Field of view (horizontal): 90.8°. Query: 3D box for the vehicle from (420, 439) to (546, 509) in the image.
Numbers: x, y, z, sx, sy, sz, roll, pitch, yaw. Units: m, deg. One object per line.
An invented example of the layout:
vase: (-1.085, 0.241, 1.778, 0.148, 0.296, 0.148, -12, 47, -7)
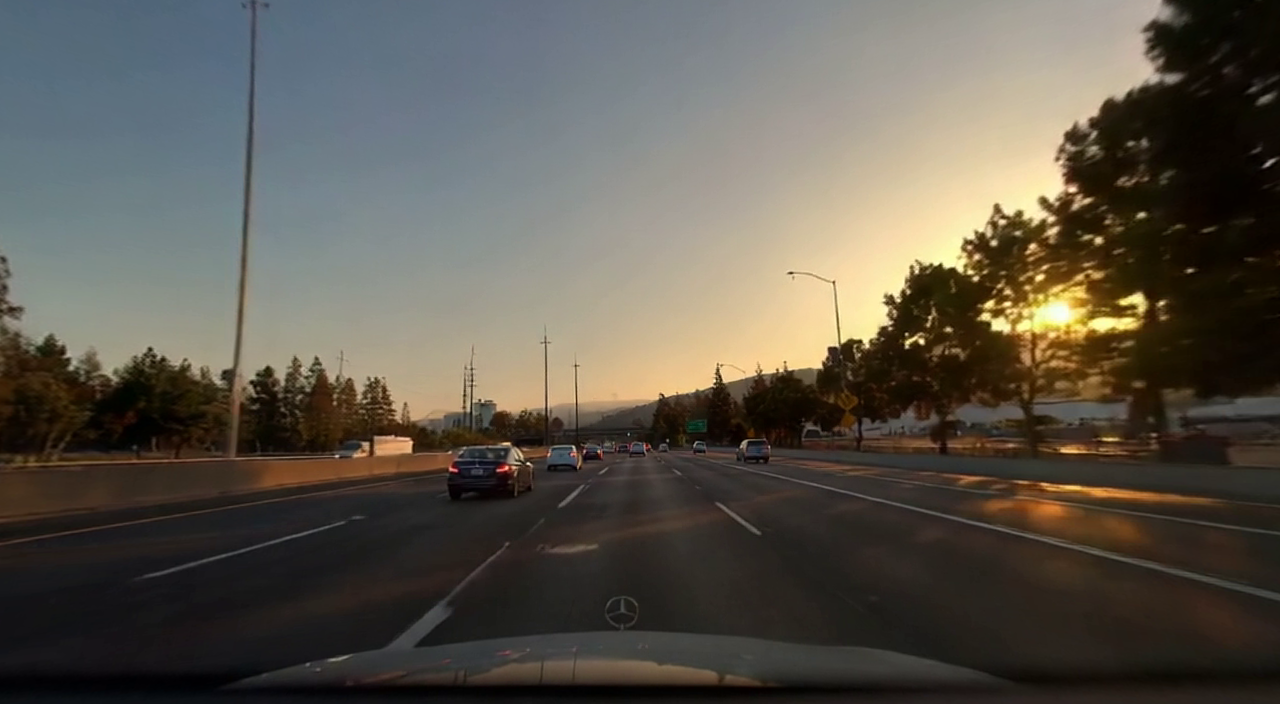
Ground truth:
vehicle: (-3.598, 2.882, 15.362, 1.959, 1.433, 4.291, 0, -9, 0)

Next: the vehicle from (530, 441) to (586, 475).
vehicle: (-3.910, 5.138, 30.819, 2.047, 1.469, 4.614, 0, -9, 1)

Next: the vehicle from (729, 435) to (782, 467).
vehicle: (6.867, 5.948, 37.974, 2.147, 1.769, 4.666, 0, -9, -2)
